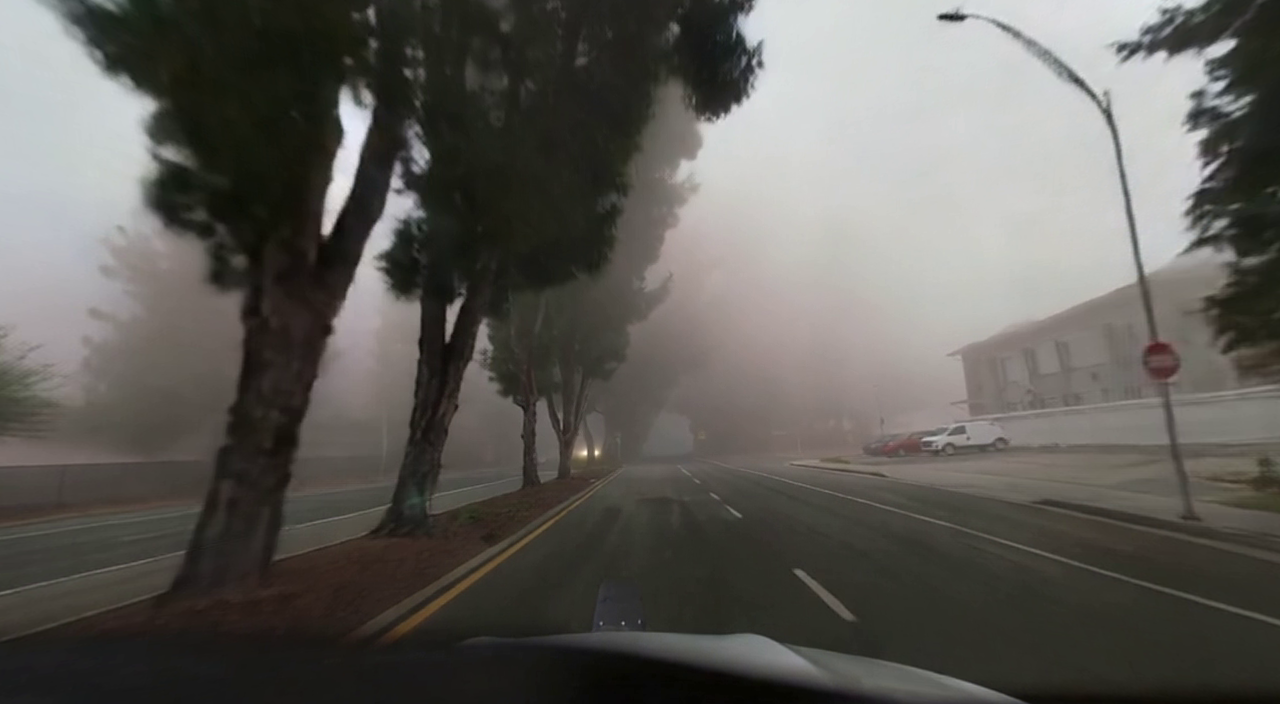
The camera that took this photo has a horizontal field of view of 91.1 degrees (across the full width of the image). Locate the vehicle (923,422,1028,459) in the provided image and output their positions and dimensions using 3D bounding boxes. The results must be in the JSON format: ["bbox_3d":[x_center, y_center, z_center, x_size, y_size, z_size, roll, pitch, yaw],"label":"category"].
[{"bbox_3d":[18.617,4.931,35.009,4.611,1.920,2.043,0,-8,-2],"label":"vehicle"}]

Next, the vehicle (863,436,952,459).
[{"bbox_3d":[18.244,6.542,42.935,5.126,1.469,2.009,-1,-8,0],"label":"vehicle"}]
